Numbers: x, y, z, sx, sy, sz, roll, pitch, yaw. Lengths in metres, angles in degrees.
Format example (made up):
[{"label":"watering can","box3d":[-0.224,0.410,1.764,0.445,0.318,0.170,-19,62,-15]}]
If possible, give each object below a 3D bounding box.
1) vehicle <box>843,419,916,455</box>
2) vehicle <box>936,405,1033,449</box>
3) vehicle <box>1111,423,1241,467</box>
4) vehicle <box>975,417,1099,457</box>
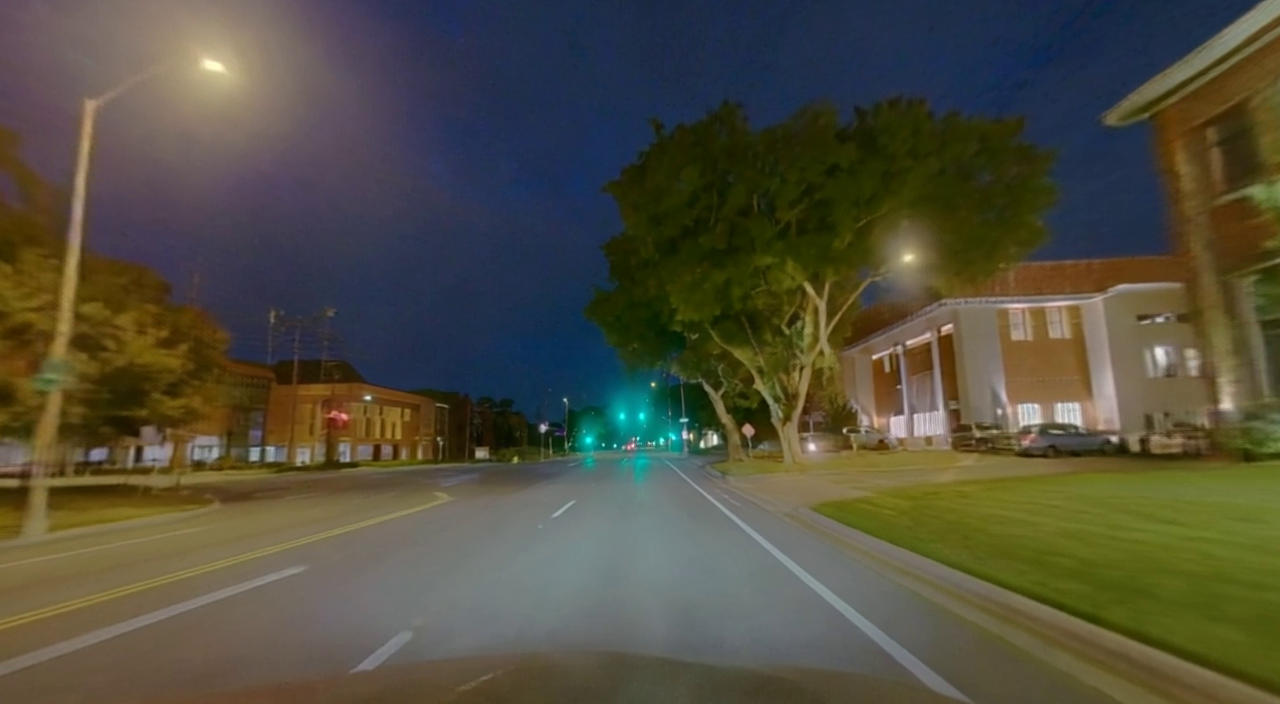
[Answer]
[{"label":"vehicle","box3d":[11.826,4.267,31.516,2.036,1.636,4.995,0,-8,5]},{"label":"vehicle","box3d":[16.939,3.806,31.339,2.027,1.910,4.824,-3,-8,1]},{"label":"vehicle","box3d":[20.623,3.630,24.491,1.766,1.560,3.695,0,-8,0]},{"label":"vehicle","box3d":[15.240,3.352,24.539,1.866,1.420,4.447,0,-9,0]}]
